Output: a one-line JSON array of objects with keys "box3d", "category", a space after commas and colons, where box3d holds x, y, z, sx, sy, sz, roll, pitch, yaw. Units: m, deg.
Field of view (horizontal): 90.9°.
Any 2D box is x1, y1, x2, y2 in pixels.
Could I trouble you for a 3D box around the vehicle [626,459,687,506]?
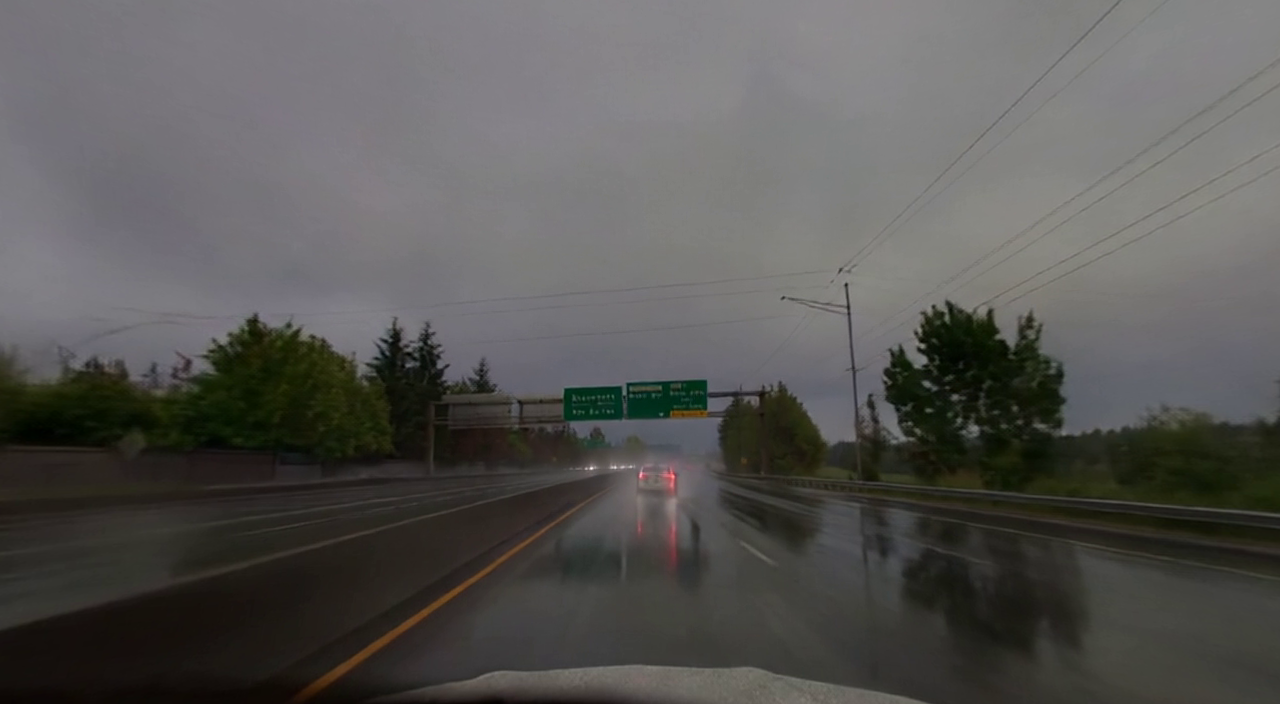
[{"box3d": [0.535, 4.622, 22.530, 1.987, 1.480, 3.786, 1, -10, 0], "category": "vehicle"}]
